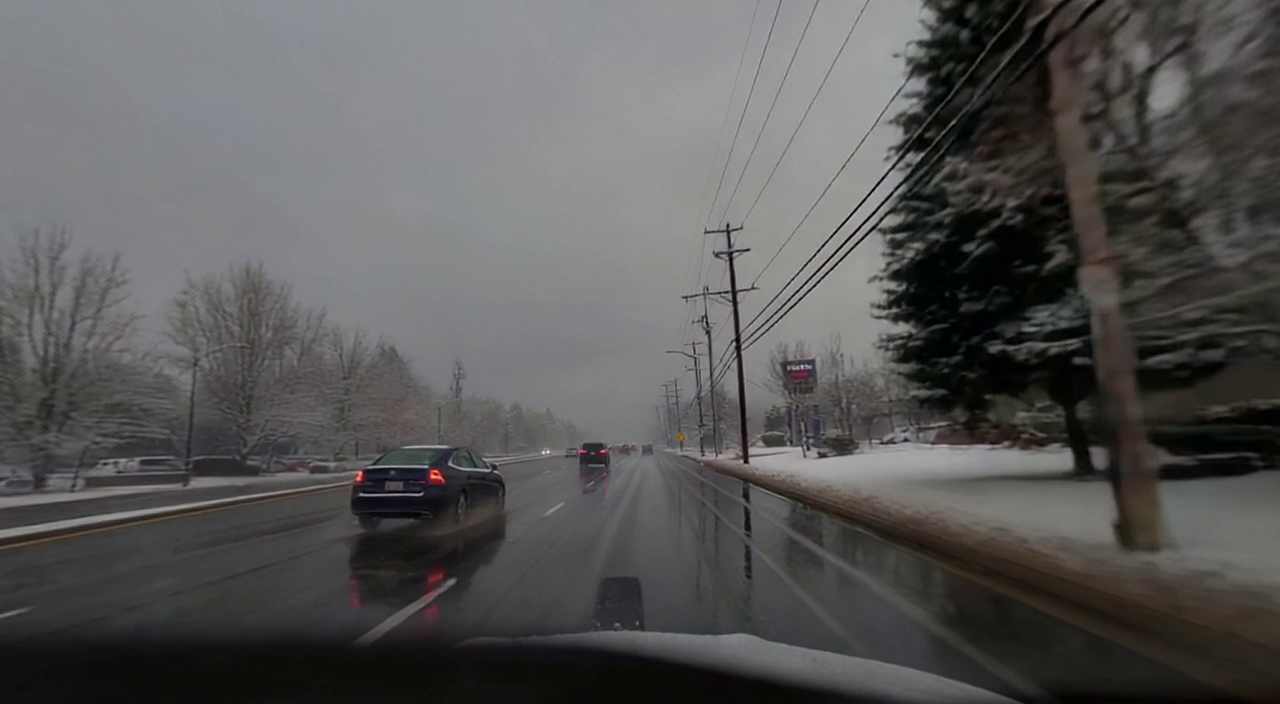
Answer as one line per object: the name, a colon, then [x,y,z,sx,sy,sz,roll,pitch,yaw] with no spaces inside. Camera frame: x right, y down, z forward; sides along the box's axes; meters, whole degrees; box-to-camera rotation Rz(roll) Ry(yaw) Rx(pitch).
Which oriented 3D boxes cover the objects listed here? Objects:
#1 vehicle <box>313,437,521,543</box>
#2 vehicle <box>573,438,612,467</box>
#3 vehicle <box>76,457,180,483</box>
vehicle: [-3.571,2.283,11.143,1.942,1.469,4.426,0,-9,2]
vehicle: [-3.010,6.524,40.830,2.087,1.736,4.311,0,-9,2]
vehicle: [-40.153,9.256,49.619,5.876,1.927,2.237,4,-10,-26]
